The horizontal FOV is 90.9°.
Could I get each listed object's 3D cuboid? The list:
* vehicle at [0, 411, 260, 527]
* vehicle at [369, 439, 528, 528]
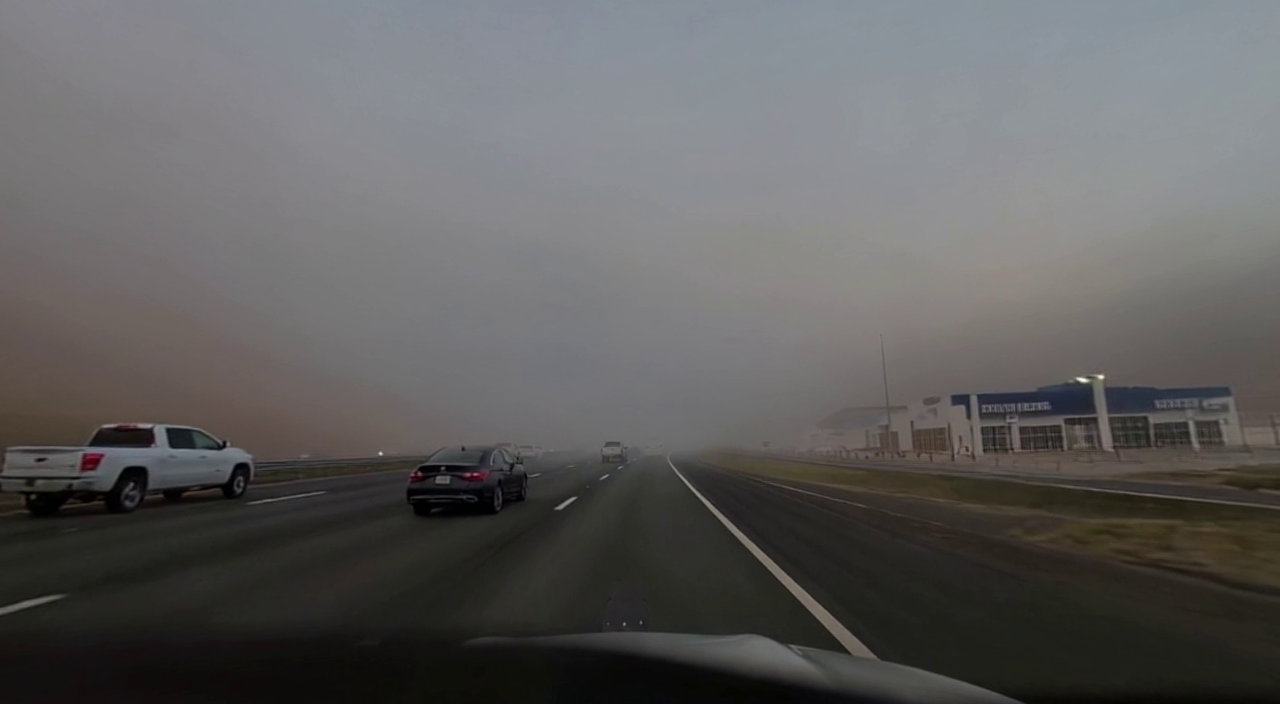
[{"bbox_3d":[-11.101,2.402,13.596,2.284,1.966,5.406,-1,-8,2],"label":"vehicle"},{"bbox_3d":[-3.653,2.552,12.907,1.896,1.491,4.146,0,-8,1],"label":"vehicle"}]
